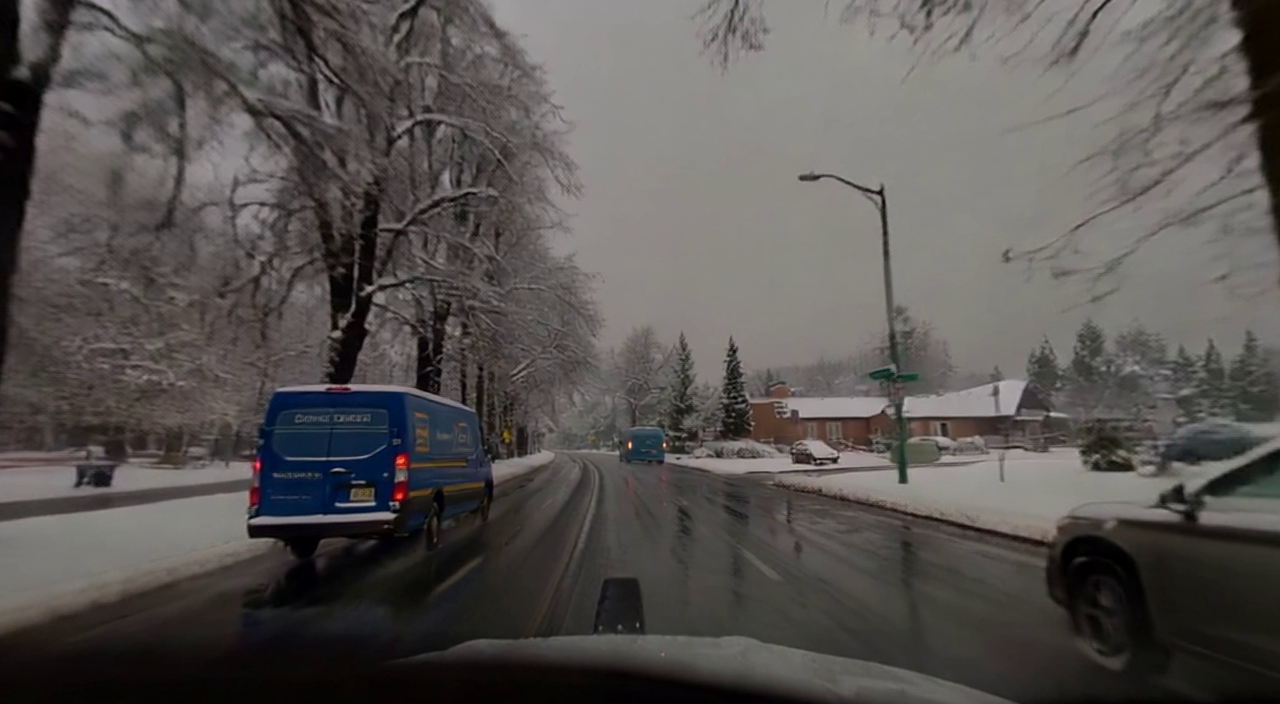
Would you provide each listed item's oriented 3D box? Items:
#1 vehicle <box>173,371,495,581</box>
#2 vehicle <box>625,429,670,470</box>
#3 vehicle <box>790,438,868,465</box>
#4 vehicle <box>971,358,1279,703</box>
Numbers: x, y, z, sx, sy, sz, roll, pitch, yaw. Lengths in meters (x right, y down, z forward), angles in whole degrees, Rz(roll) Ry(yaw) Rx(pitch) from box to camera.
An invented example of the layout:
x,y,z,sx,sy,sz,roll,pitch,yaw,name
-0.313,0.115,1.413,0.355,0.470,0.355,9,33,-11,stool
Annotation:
x,y,z,sx,sy,sz,roll,pitch,yaw,name
-3.778,1.674,9.080,2.420,2.227,4.499,0,-9,-2,vehicle
0.438,6.636,42.766,2.397,2.566,5.324,1,-9,-6,vehicle
11.838,6.280,39.790,4.117,1.627,2.086,1,-9,-6,vehicle
3.587,0.837,2.353,2.087,1.658,4.612,0,-9,-1,vehicle
